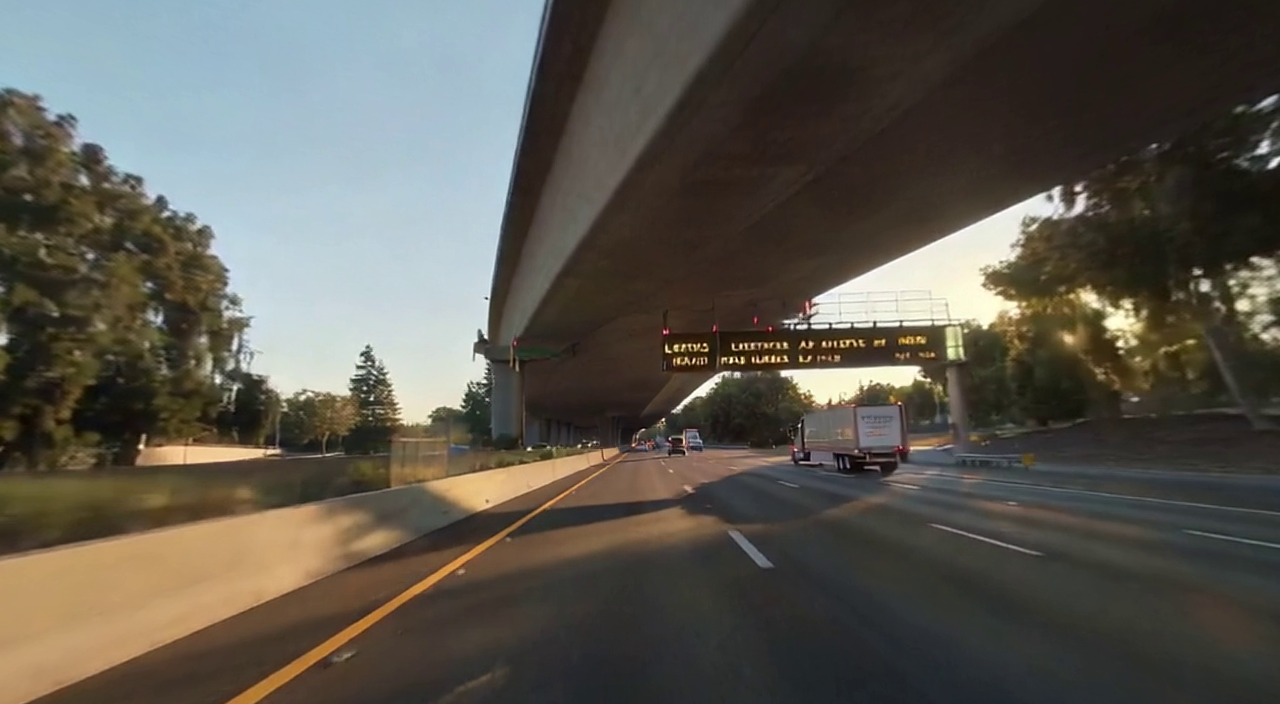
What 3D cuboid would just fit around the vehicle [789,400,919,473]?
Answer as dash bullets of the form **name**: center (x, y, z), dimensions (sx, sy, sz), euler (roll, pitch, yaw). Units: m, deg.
- **vehicle**: center (10.865, 4.562, 33.655), dimensions (2.960, 3.207, 10.950), euler (0, -8, -1)
